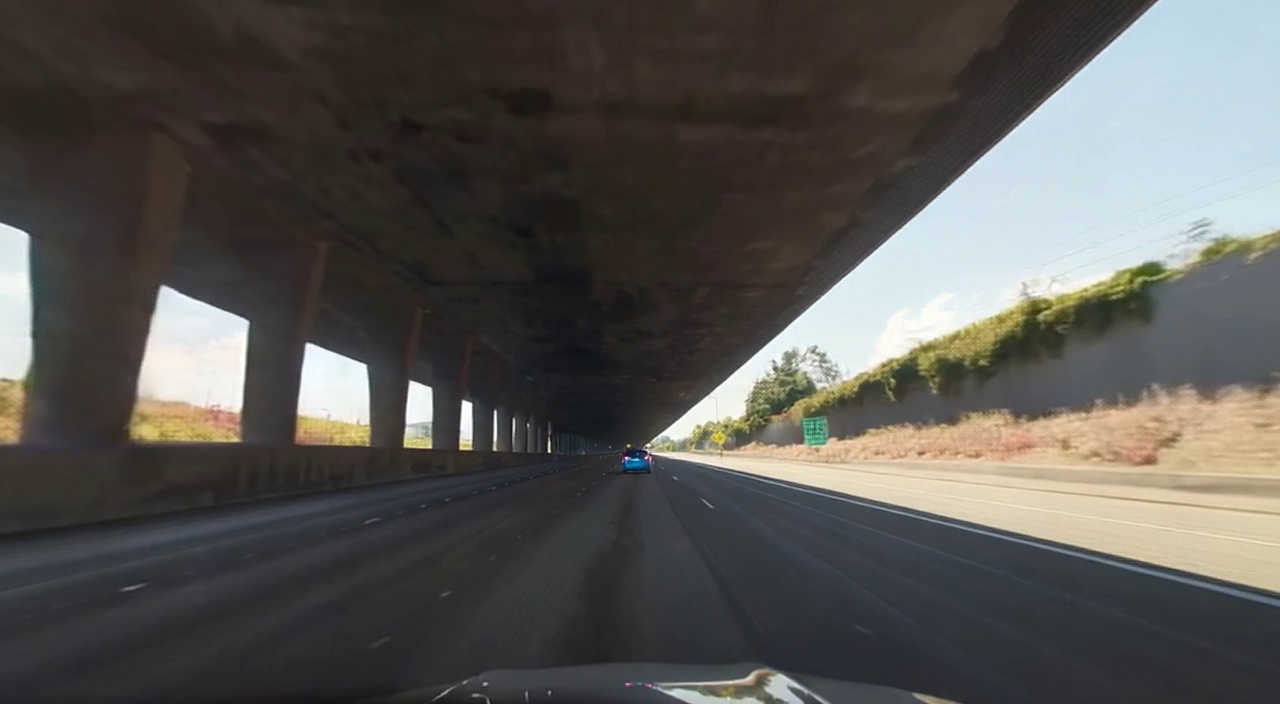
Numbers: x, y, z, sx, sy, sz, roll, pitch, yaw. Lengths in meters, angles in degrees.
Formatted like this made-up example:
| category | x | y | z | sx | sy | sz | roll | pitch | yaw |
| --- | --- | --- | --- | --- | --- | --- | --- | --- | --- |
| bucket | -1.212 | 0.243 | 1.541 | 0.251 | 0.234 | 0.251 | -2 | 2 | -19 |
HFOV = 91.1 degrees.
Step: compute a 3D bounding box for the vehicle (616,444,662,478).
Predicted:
| category | x | y | z | sx | sy | sz | roll | pitch | yaw |
| --- | --- | --- | --- | --- | --- | --- | --- | --- | --- |
| vehicle | -0.084 | 5.232 | 30.364 | 2.055 | 1.501 | 4.321 | 0 | -9 | 0 |
